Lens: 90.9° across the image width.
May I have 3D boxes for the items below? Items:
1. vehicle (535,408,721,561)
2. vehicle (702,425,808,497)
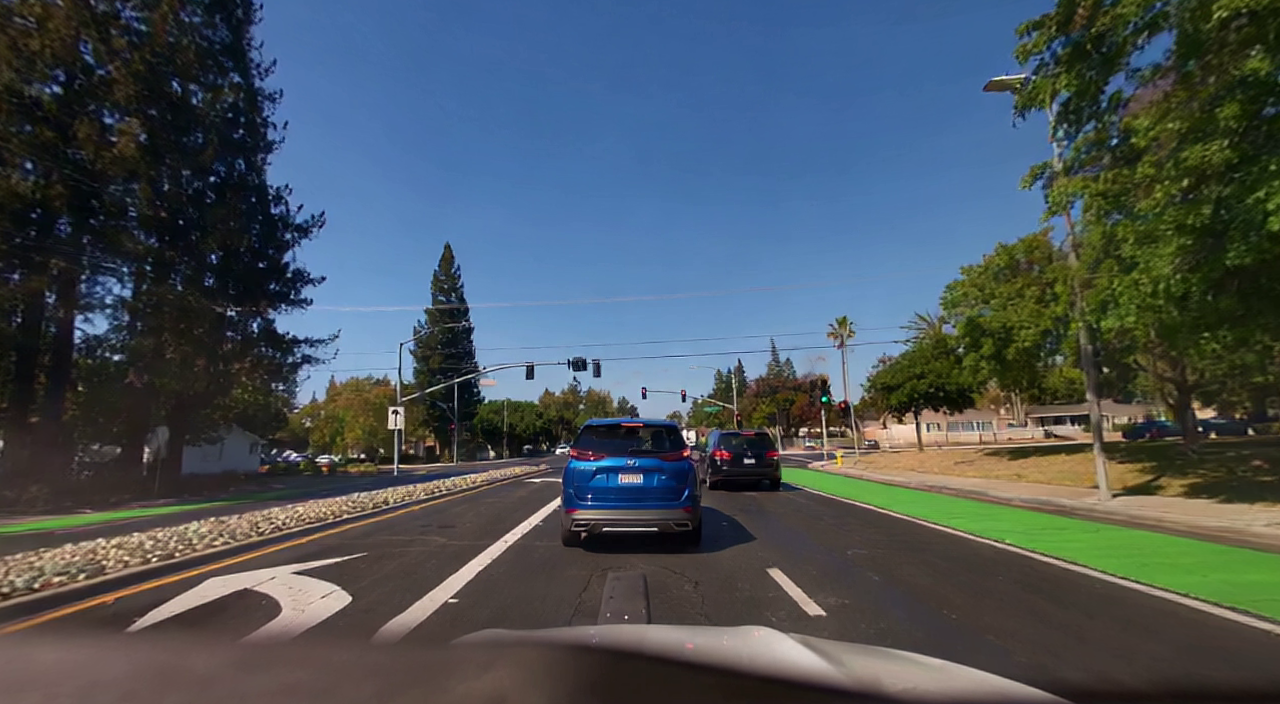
[{"bbox_3d":[-0.121,1.802,9.217,2.109,1.730,3.963,0,-8,0],"label":"vehicle"},{"bbox_3d":[3.163,3.122,18.452,2.189,1.815,4.495,0,-8,-1],"label":"vehicle"}]
